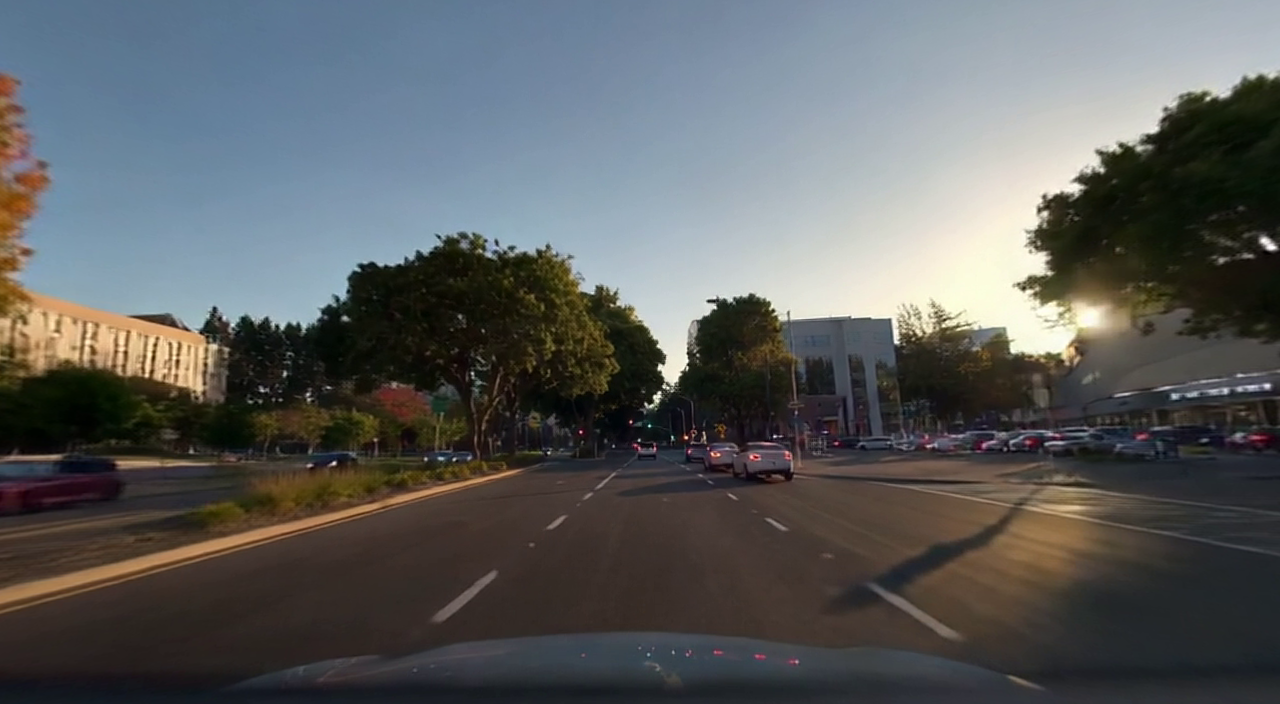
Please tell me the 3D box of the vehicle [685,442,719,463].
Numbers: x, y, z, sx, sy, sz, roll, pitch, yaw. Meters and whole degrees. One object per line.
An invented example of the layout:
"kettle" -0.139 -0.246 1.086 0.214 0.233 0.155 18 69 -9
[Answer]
"vehicle" 4.548 7.442 46.762 1.939 1.474 4.716 0 -8 -1

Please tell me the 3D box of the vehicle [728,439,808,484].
"vehicle" 4.461 3.873 22.607 1.913 1.463 4.198 0 -8 -1

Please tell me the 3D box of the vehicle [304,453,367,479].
"vehicle" -20.615 7.692 42.910 1.936 1.603 4.714 0 -8 0

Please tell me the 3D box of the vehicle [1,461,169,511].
"vehicle" -20.264 4.870 23.392 1.891 1.498 4.815 0 -8 -1

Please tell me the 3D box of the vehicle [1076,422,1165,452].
"vehicle" 29.265 5.166 38.624 1.811 1.664 5.065 -3 -7 6

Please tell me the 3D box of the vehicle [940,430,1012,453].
"vehicle" 23.967 6.434 45.086 1.837 1.536 4.036 6 -11 -37

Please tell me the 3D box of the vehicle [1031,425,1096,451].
"vehicle" 29.406 5.980 43.770 3.978 1.515 1.859 -1 -8 -27

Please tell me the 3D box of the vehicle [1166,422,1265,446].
"vehicle" 39.392 5.664 43.234 2.342 1.427 4.442 3 -9 -35
